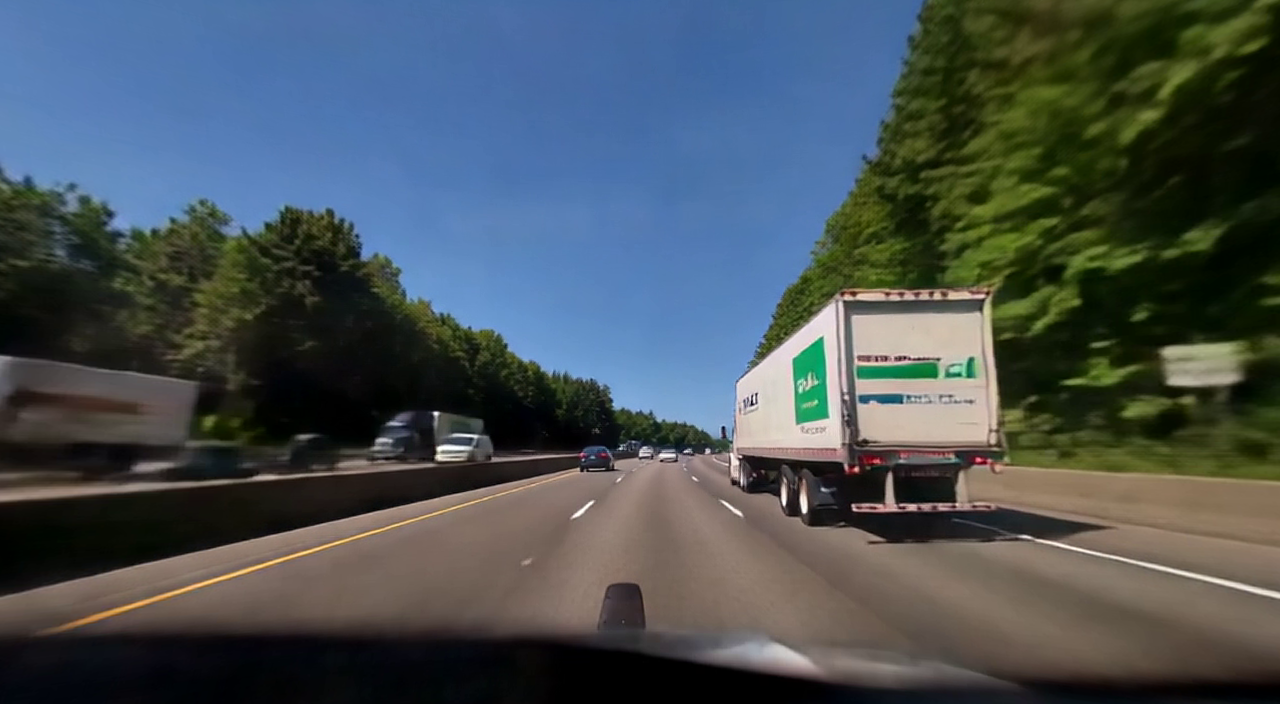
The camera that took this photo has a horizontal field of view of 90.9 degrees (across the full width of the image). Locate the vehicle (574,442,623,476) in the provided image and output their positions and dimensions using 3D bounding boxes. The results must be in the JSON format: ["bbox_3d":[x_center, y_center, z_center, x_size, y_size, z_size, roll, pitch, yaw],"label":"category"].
[{"bbox_3d":[-2.191,5.864,34.703,2.205,1.728,4.397,0,-9,3],"label":"vehicle"}]

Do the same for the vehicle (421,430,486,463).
[{"bbox_3d":[-10.936,5.613,37.269,2.114,1.777,4.794,0,-9,3],"label":"vehicle"}]

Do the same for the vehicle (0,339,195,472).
[{"bbox_3d":[-19.945,1.802,20.098,2.805,3.811,11.459,0,-8,1],"label":"vehicle"}]

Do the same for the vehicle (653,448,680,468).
[{"bbox_3d":[2.105,8.338,49.681,1.990,1.537,3.725,0,-9,3],"label":"vehicle"}]

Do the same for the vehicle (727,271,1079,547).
[{"bbox_3d":[4.690,1.831,16.034,3.057,3.993,13.914,0,-9,0],"label":"vehicle"}]

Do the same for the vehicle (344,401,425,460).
[{"bbox_3d":[-18.398,5.786,45.895,2.971,4.003,6.027,0,-8,3],"label":"vehicle"}]

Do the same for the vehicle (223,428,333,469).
[{"bbox_3d":[-15.509,4.176,27.320,2.037,1.612,4.337,0,-9,2],"label":"vehicle"}]
